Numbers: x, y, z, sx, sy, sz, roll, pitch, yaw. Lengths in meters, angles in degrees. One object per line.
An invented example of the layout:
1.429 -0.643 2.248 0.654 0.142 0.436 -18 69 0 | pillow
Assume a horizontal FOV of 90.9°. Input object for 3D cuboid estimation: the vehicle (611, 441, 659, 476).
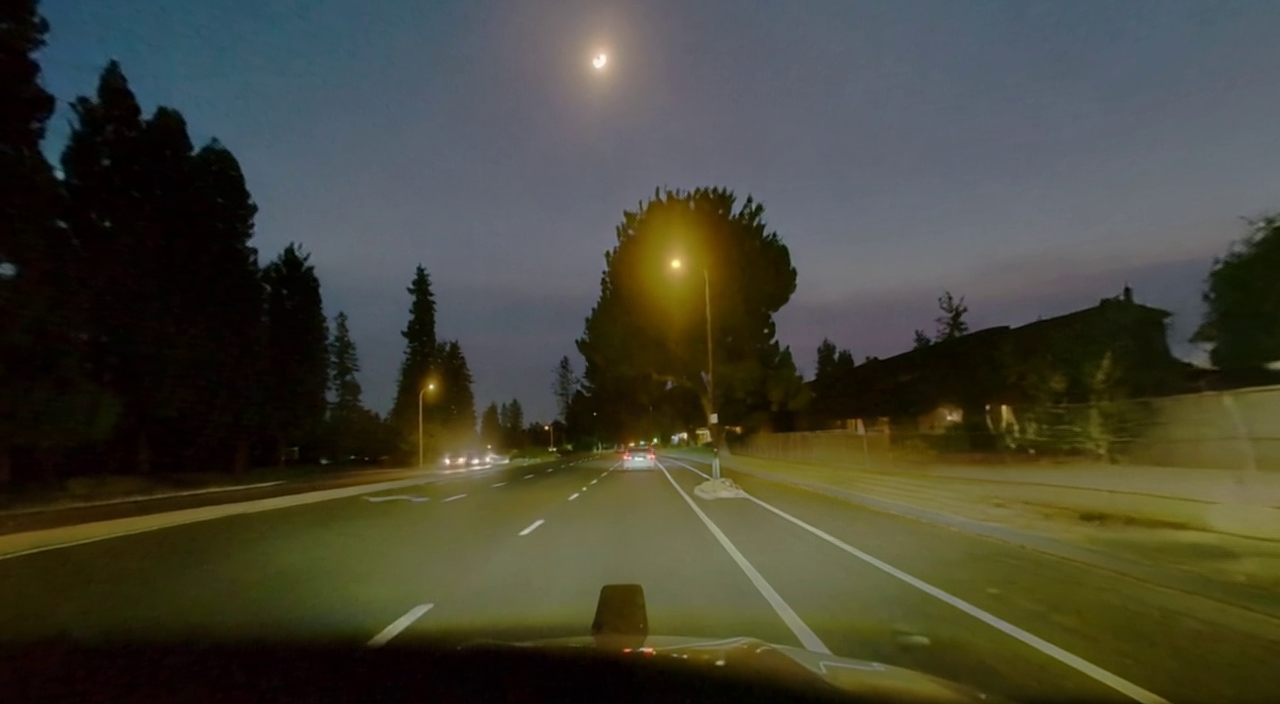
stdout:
-0.207 4.821 28.664 2.009 1.456 4.003 -1 -9 0 | vehicle
